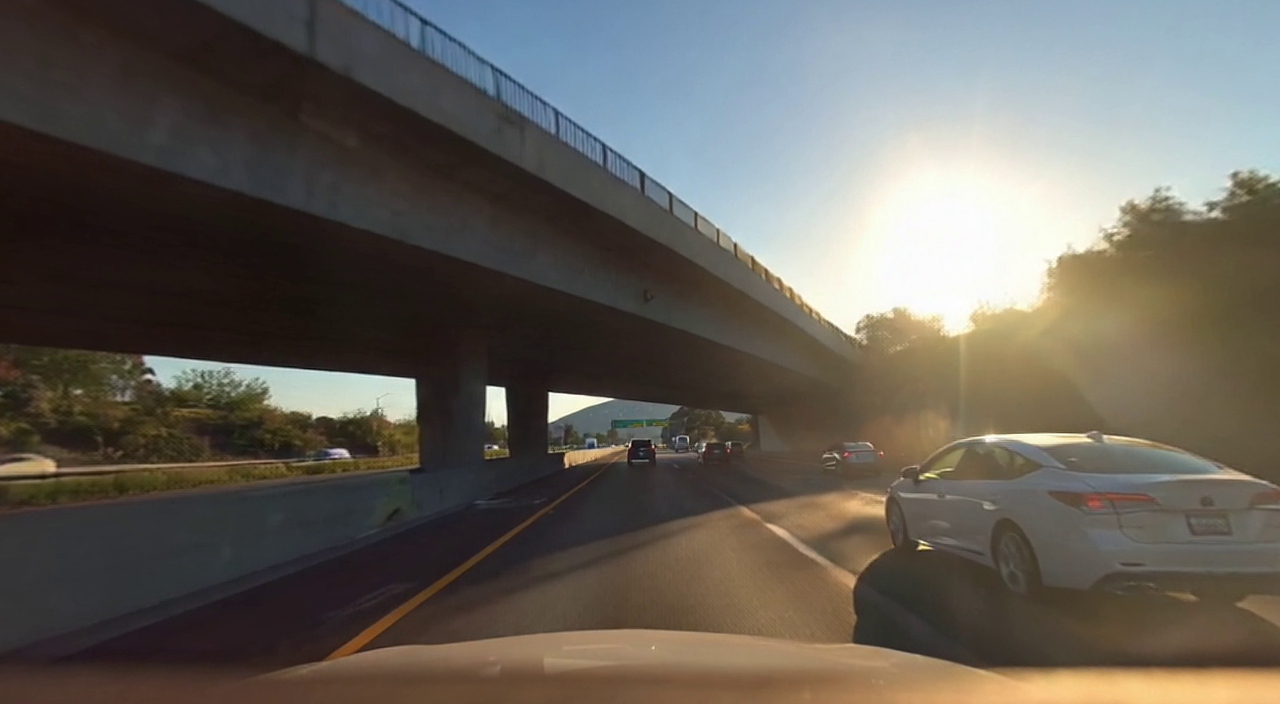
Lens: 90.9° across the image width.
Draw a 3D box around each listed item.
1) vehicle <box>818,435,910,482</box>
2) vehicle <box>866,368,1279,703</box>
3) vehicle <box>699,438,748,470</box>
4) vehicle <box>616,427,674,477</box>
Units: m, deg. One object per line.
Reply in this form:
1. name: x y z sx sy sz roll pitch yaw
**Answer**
1. vehicle: 8.034 3.847 23.067 1.810 1.516 4.183 -1 -8 0
2. vehicle: 3.700 1.213 5.232 2.003 1.661 4.418 -1 -8 0
3. vehicle: 4.150 5.095 31.790 1.825 1.487 4.034 0 -8 -1
4. vehicle: 0.182 4.044 25.802 2.189 1.852 4.038 0 -8 0
